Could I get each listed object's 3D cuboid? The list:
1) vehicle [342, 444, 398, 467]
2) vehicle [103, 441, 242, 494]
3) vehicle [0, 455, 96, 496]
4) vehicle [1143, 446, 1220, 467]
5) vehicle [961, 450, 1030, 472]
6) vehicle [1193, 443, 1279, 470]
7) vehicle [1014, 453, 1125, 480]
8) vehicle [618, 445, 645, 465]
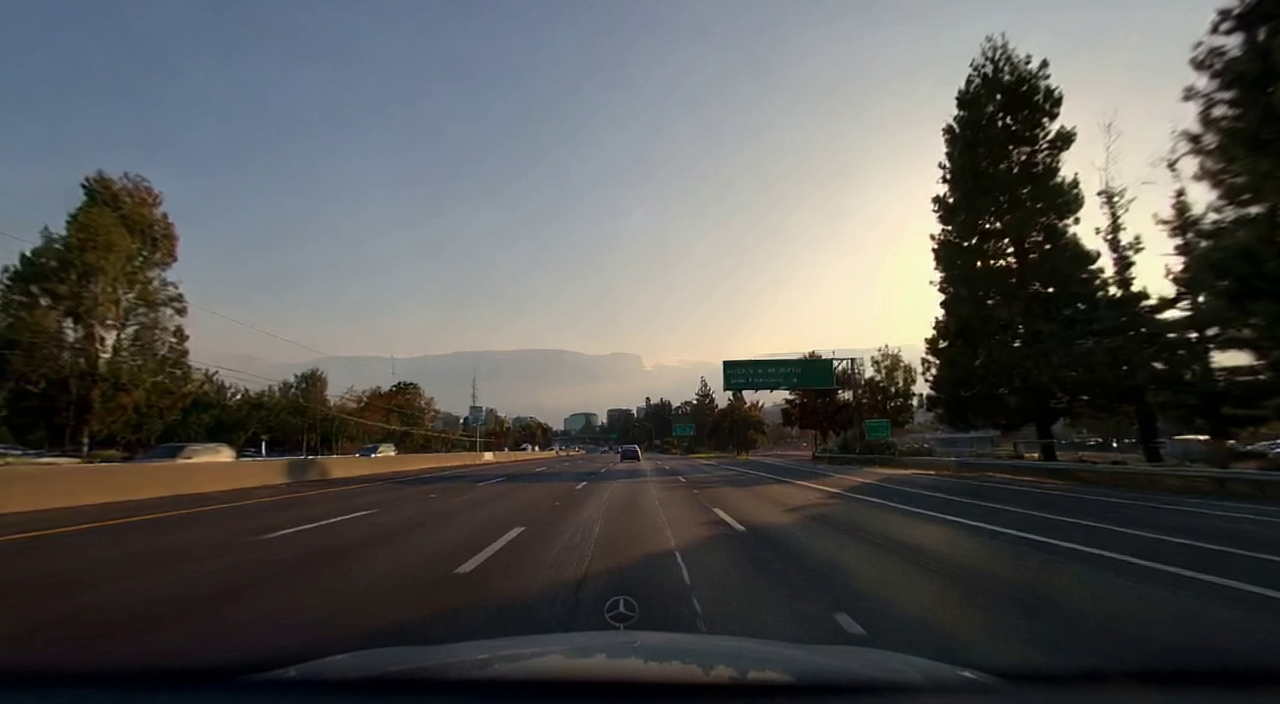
[{"bbox_3d":[-21.232,8.166,49.889,2.201,1.708,4.988,0,-9,0],"label":"vehicle"},{"bbox_3d":[-17.261,4.227,23.649,1.921,1.749,4.305,0,-8,-1],"label":"vehicle"},{"bbox_3d":[-25.116,4.977,25.788,1.821,1.469,4.441,0,-9,1],"label":"vehicle"},{"bbox_3d":[41.780,8.044,48.798,1.871,1.530,4.021,5,-10,-30],"label":"vehicle"},{"bbox_3d":[24.468,7.495,43.550,3.596,1.434,1.782,-1,-9,5],"label":"vehicle"},{"bbox_3d":[39.695,6.876,41.708,1.934,1.572,4.262,7,-9,-28],"label":"vehicle"},{"bbox_3d":[24.381,6.490,36.052,4.687,1.456,2.075,-1,-9,8],"label":"vehicle"},{"bbox_3d":[-0.688,7.847,48.381,2.025,1.460,4.189,0,-9,-2],"label":"vehicle"}]
